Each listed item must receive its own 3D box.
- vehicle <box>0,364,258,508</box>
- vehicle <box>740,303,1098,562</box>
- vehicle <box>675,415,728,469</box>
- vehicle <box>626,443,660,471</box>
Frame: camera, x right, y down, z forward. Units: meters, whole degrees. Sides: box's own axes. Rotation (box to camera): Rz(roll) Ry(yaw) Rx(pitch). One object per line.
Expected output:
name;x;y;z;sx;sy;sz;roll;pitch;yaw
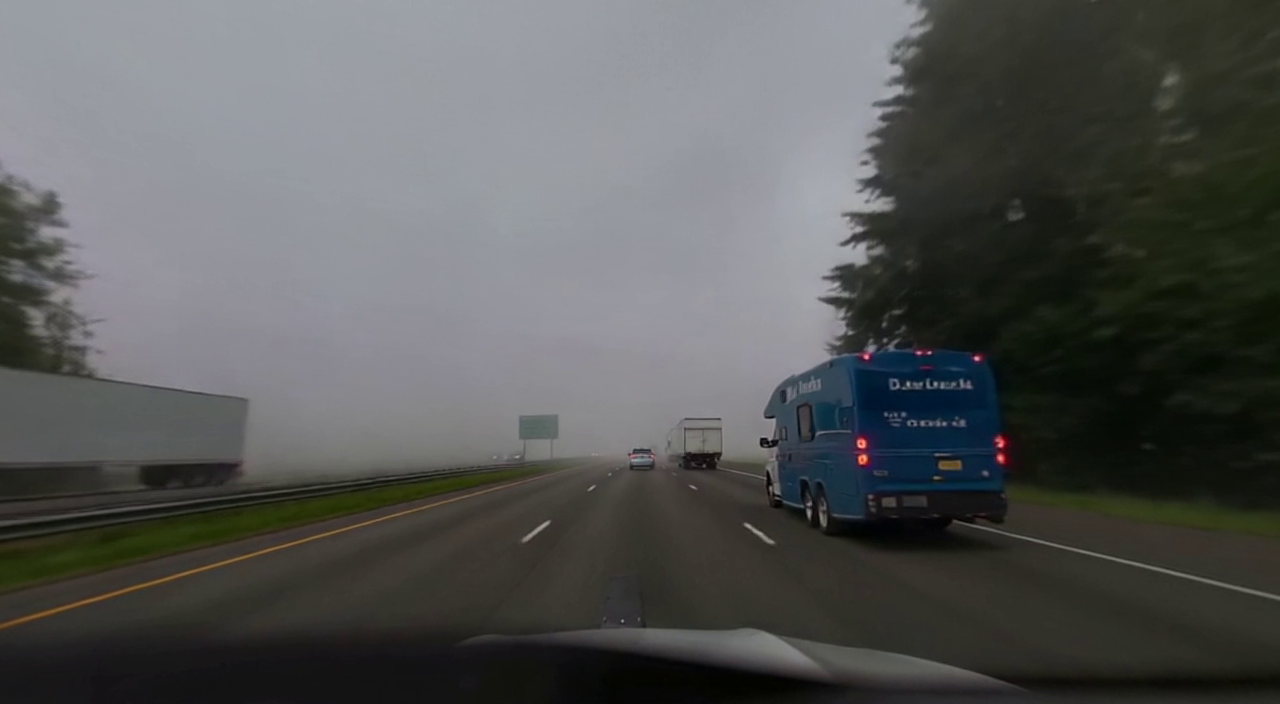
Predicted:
vehicle;-19.382;2.838;20.697;3.059;3.980;16.984;0;-9;0
vehicle;3.801;1.462;11.026;2.698;3.001;7.323;0;-9;-1
vehicle;4.301;6.600;46.061;2.931;3.530;8.760;0;-9;0
vehicle;0.180;6.862;41.335;2.151;1.678;3.923;0;-9;0
